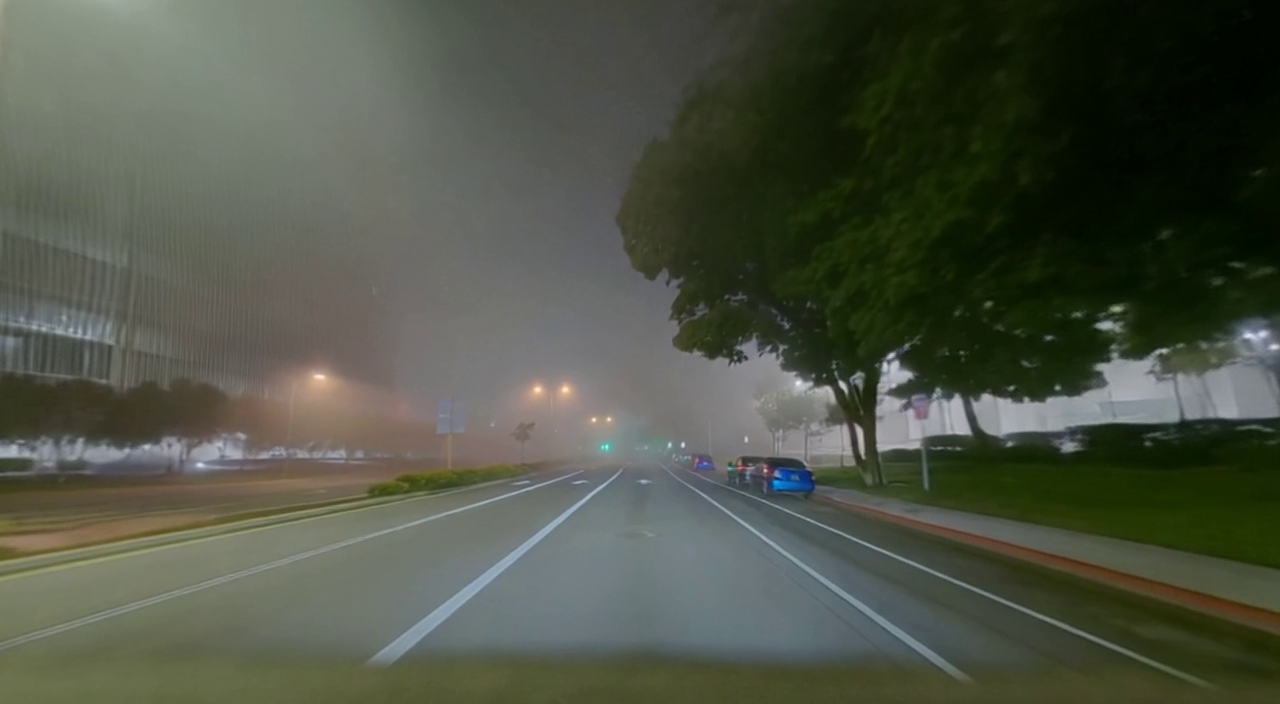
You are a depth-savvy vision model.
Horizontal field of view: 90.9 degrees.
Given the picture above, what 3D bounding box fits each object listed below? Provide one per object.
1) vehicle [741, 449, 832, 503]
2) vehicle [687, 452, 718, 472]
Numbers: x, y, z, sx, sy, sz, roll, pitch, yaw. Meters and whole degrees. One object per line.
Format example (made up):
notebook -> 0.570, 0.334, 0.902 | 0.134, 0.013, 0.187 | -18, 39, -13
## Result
vehicle -> 4.654, 3.979, 20.741 | 1.909, 1.503, 4.368 | 0, -8, 0
vehicle -> 4.844, 8.580, 49.264 | 1.872, 1.420, 4.201 | 0, -8, -1
